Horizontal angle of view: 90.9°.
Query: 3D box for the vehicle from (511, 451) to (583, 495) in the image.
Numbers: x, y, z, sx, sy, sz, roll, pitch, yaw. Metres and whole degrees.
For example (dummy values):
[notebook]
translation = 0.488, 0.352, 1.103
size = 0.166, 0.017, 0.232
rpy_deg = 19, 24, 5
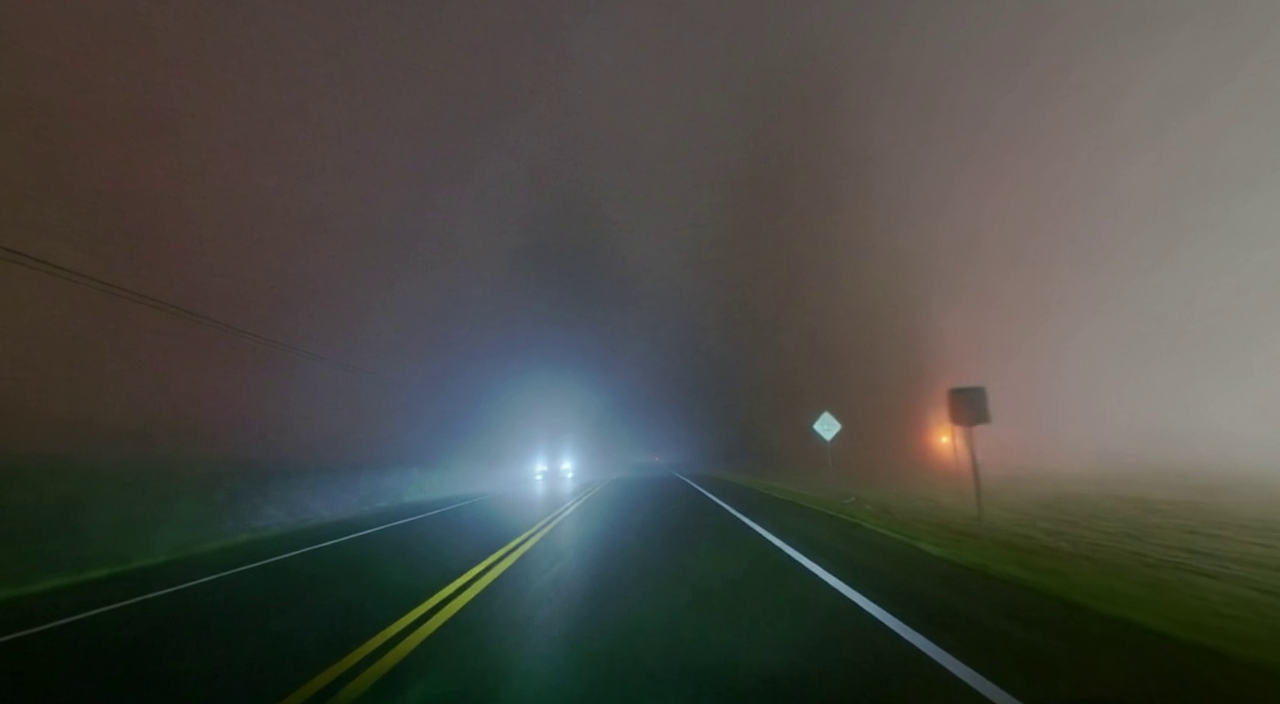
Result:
[vehicle]
translation = -3.471, 4.607, 24.411
size = 1.937, 1.473, 4.570
rpy_deg = 0, -8, 2
